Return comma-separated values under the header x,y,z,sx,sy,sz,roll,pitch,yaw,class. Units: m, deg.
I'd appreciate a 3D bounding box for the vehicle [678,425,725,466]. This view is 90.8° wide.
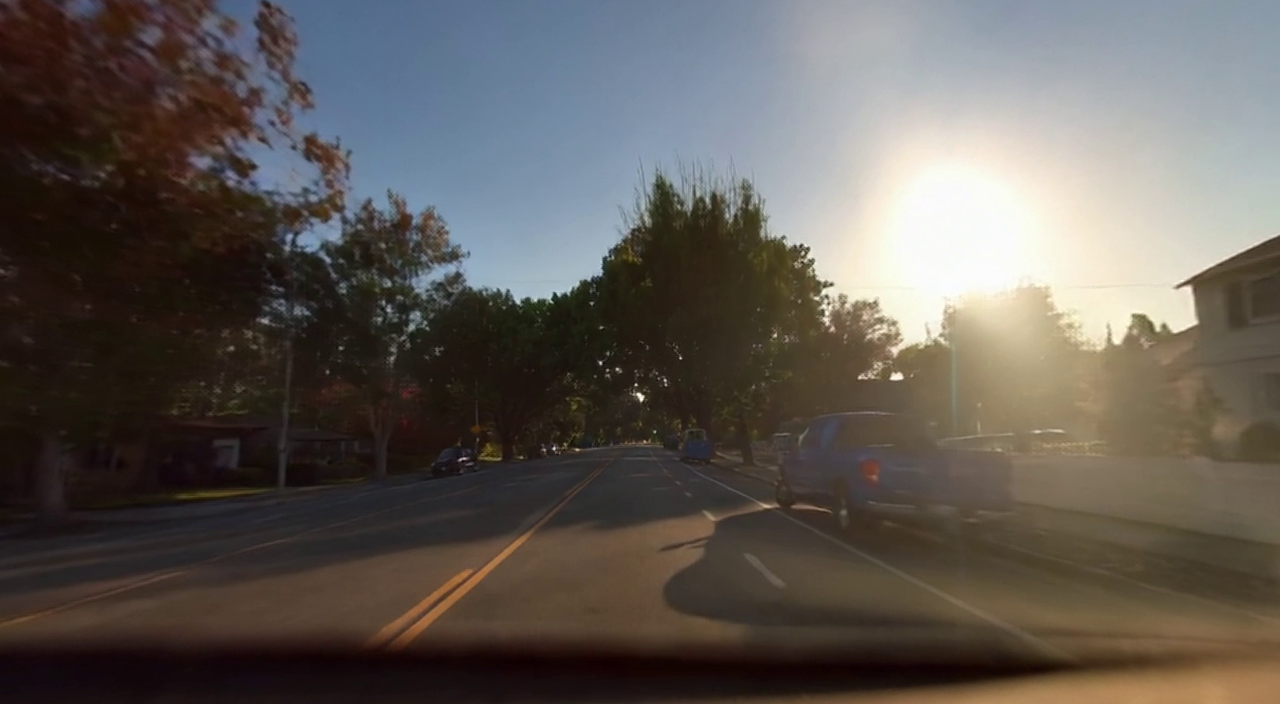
x,y,z,sx,sy,sz,roll,pitch,yaw,class
3.954,6.106,41.442,2.459,2.452,5.731,1,-8,-1,vehicle

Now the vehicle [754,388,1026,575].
x,y,z,sx,sy,sz,roll,pitch,yaw,class
3.738,2.050,11.039,2.504,2.114,6.073,5,-8,3,vehicle

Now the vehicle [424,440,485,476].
x,y,z,sx,sy,sz,roll,pitch,yaw,class
-11.195,6.386,38.454,2.301,1.855,4.983,-4,-8,-1,vehicle
